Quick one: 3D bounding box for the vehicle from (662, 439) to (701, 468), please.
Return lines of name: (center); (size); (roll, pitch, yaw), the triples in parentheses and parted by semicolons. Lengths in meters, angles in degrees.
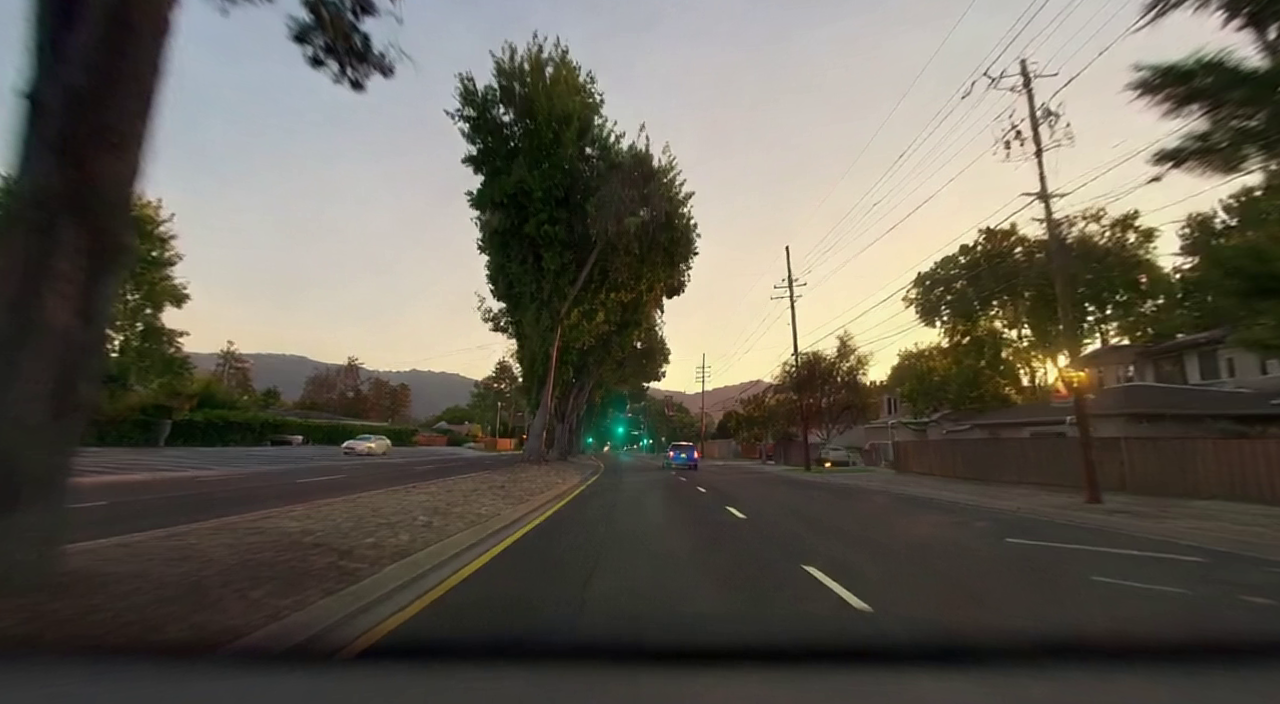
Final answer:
vehicle: (2.686, 6.708, 42.005); (2.240, 1.781, 4.433); (0, -8, -1)
